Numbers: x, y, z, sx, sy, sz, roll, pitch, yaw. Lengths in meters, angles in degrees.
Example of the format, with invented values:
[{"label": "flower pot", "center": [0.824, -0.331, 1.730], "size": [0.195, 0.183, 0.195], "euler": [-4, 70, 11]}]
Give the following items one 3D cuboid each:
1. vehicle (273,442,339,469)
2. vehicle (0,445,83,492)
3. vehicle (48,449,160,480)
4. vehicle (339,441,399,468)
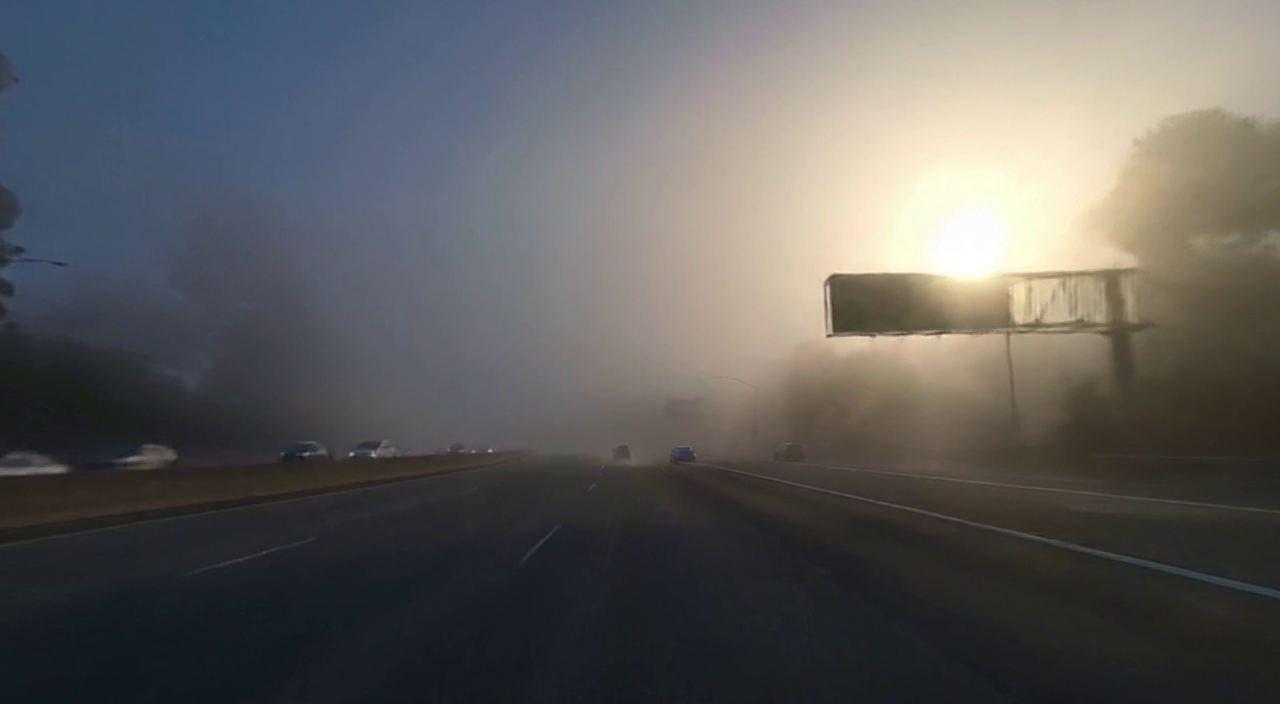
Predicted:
[{"label": "vehicle", "center": [-25.742, 8.015, 48.787], "size": [2.217, 1.928, 5.731], "euler": [0, -9, -3]}, {"label": "vehicle", "center": [-23.751, 4.325, 23.499], "size": [1.898, 1.644, 4.420], "euler": [0, -9, -1]}, {"label": "vehicle", "center": [-28.436, 5.960, 33.636], "size": [1.871, 1.526, 4.779], "euler": [0, -9, -2]}, {"label": "vehicle", "center": [-21.228, 8.070, 49.699], "size": [2.374, 2.041, 5.885], "euler": [1, -9, -3]}]
